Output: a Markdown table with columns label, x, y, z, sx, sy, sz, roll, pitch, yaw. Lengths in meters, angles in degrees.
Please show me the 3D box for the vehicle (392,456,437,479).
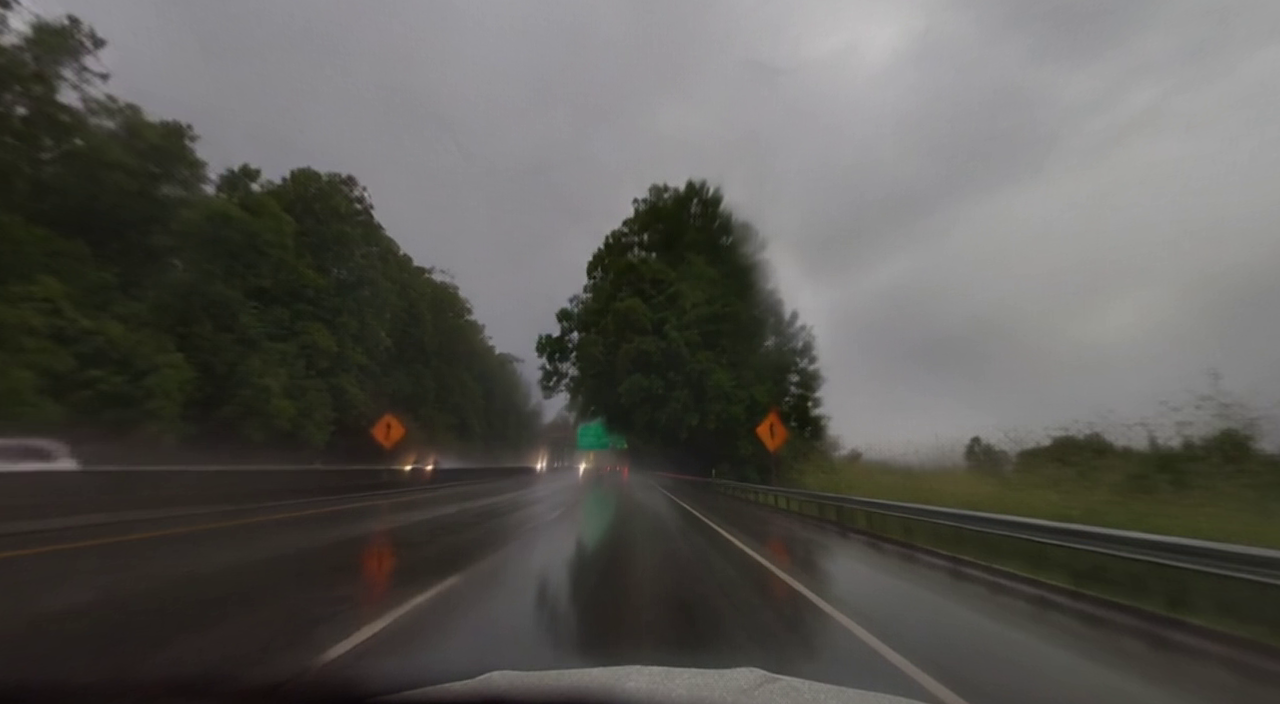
| label | x | y | z | sx | sy | sz | roll | pitch | yaw |
| --- | --- | --- | --- | --- | --- | --- | --- | --- | --- |
| vehicle | -17.205 | 8.844 | 48.207 | 1.970 | 1.612 | 3.987 | 1 | -11 | -1 |
